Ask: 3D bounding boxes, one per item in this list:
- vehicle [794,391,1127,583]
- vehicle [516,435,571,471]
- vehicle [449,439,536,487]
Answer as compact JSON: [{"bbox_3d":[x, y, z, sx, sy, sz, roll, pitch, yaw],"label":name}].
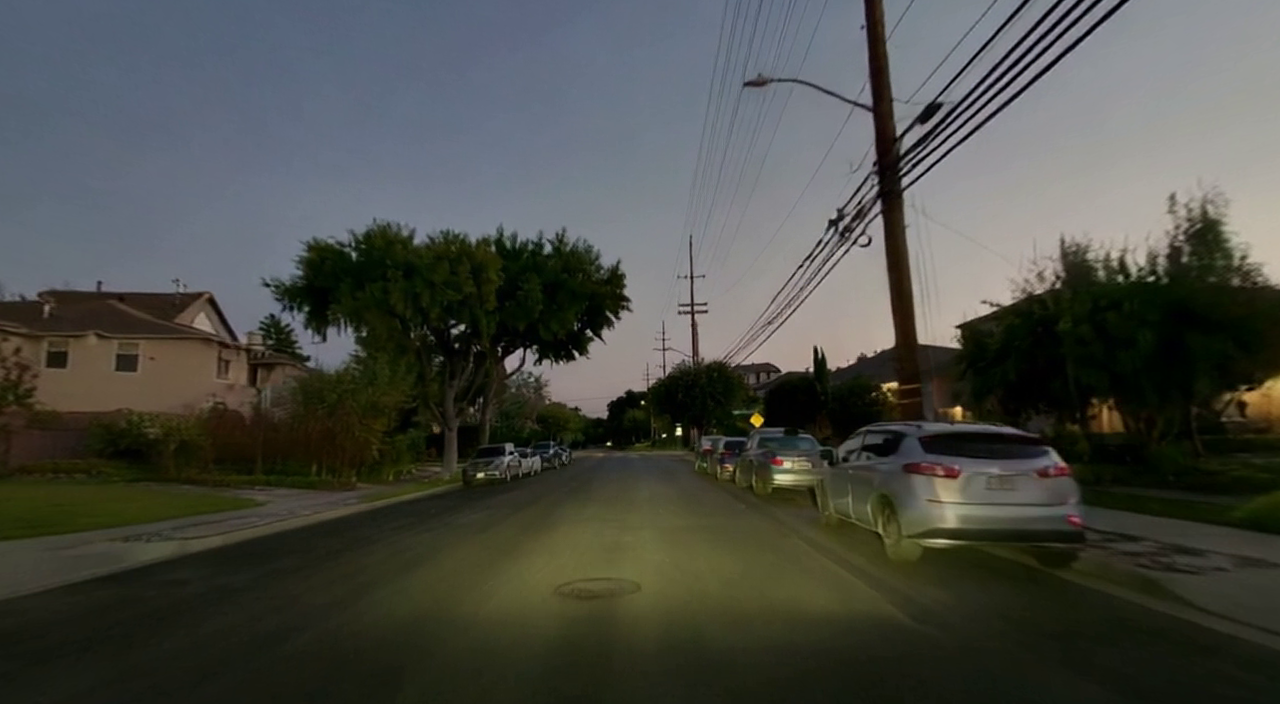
[{"bbox_3d":[3.545,1.589,8.219,2.012,1.777,4.505,0,-8,1],"label":"vehicle"},{"bbox_3d":[-5.843,6.226,39.091,2.455,2.045,6.171,0,-8,0],"label":"vehicle"},{"bbox_3d":[-5.854,4.456,25.772,2.226,1.768,4.780,0,-8,2],"label":"vehicle"}]
